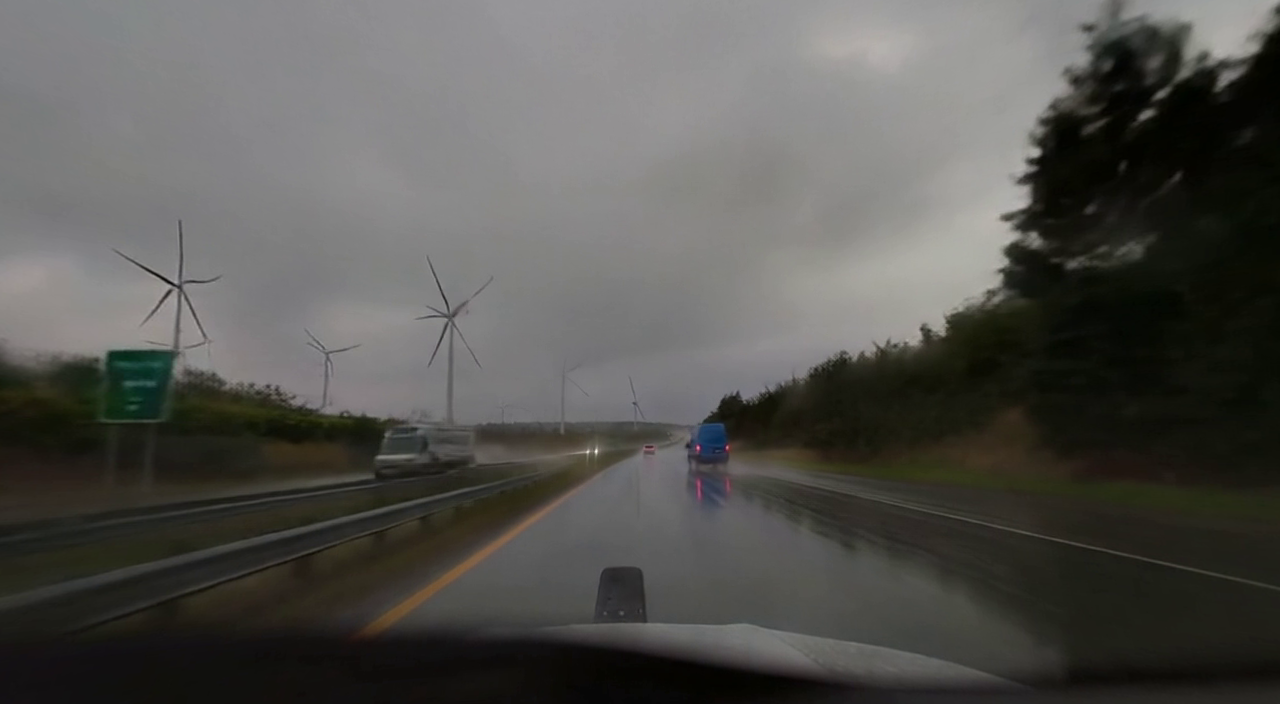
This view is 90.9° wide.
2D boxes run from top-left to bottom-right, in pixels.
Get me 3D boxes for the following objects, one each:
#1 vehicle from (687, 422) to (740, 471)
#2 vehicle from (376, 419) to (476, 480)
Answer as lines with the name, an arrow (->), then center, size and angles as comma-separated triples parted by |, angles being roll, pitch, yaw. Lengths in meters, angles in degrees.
vehicle -> 4.373, 5.810, 38.668 | 2.437, 2.735, 5.507 | 0, -9, -1
vehicle -> -12.173, 5.665, 36.751 | 3.050, 3.166, 7.885 | 0, -9, 0
